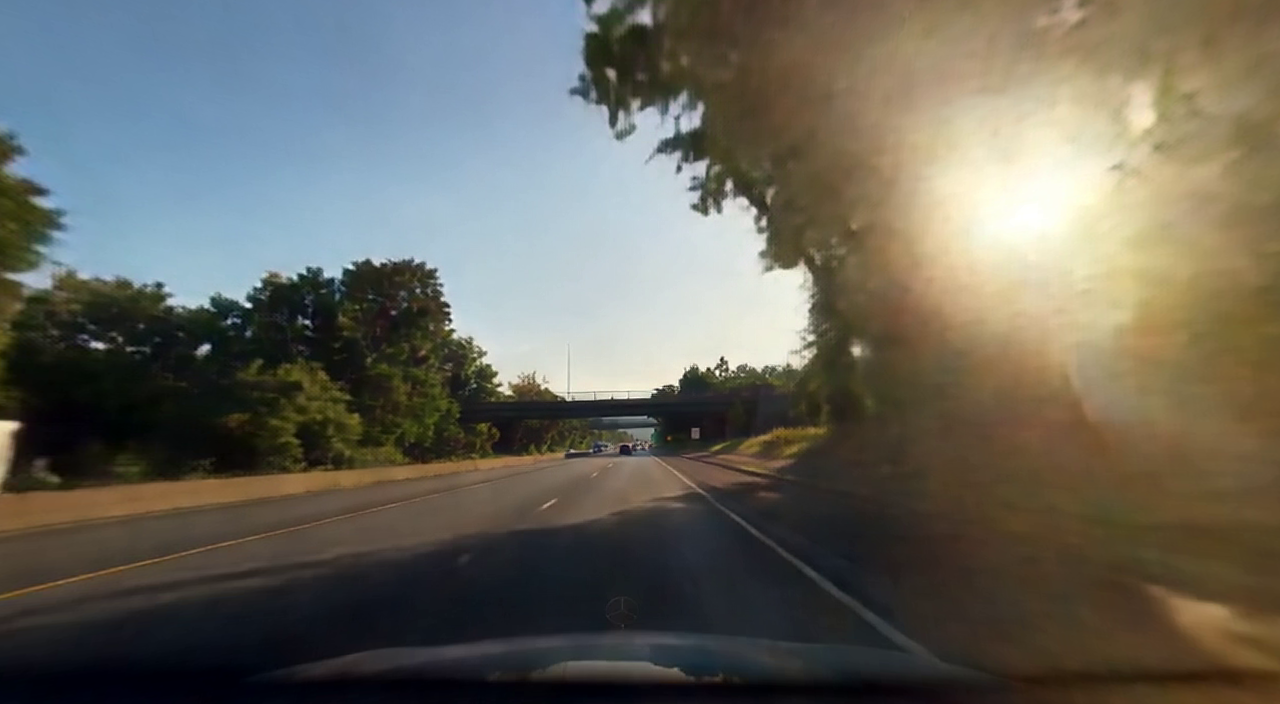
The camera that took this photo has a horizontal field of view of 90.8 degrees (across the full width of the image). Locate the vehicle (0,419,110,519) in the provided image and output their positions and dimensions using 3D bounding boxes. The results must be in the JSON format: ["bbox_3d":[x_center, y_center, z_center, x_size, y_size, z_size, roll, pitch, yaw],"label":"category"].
[{"bbox_3d":[-17.186,3.053,16.545,2.332,2.487,4.648,0,-9,1],"label":"vehicle"}]
